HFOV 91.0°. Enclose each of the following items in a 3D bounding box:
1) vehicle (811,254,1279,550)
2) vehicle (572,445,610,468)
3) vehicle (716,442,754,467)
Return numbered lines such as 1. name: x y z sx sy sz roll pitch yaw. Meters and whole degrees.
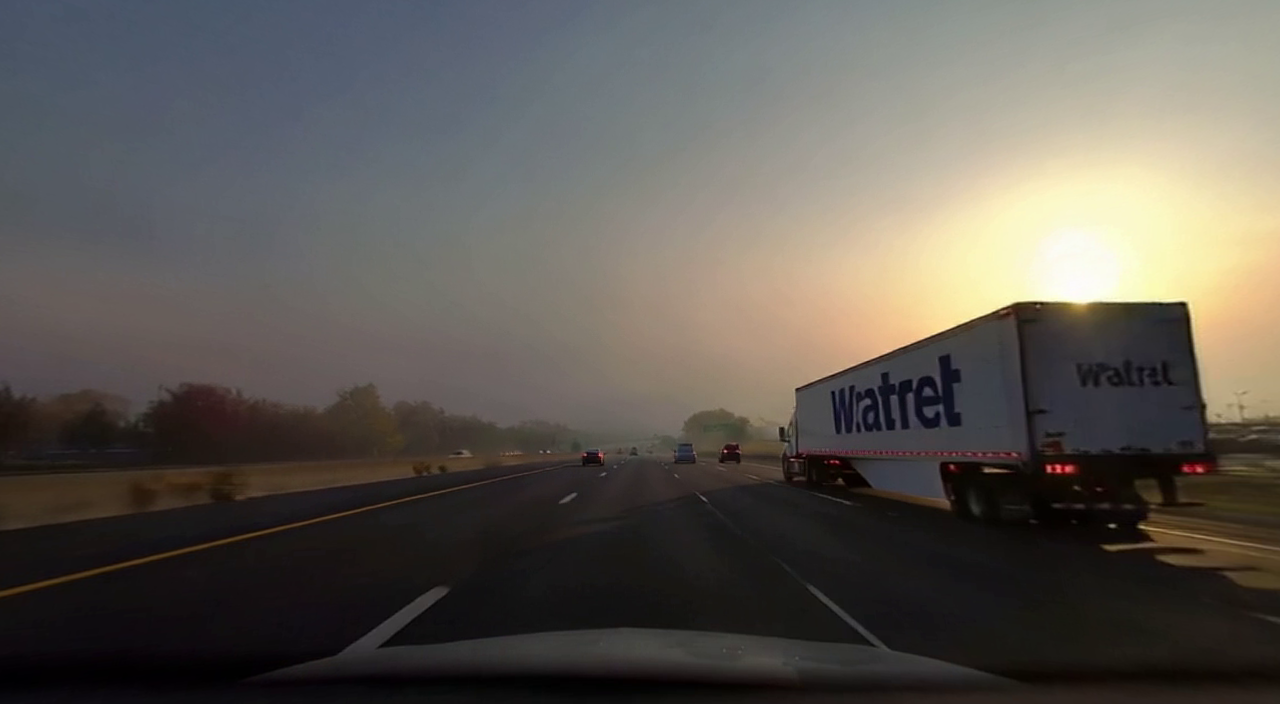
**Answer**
1. vehicle: 8.062 1.804 16.513 2.912 4.143 15.538 0 -9 0
2. vehicle: -3.412 7.364 44.571 2.164 1.507 4.748 0 -9 1
3. vehicle: 6.792 7.370 45.379 2.188 1.727 4.381 0 -9 1
